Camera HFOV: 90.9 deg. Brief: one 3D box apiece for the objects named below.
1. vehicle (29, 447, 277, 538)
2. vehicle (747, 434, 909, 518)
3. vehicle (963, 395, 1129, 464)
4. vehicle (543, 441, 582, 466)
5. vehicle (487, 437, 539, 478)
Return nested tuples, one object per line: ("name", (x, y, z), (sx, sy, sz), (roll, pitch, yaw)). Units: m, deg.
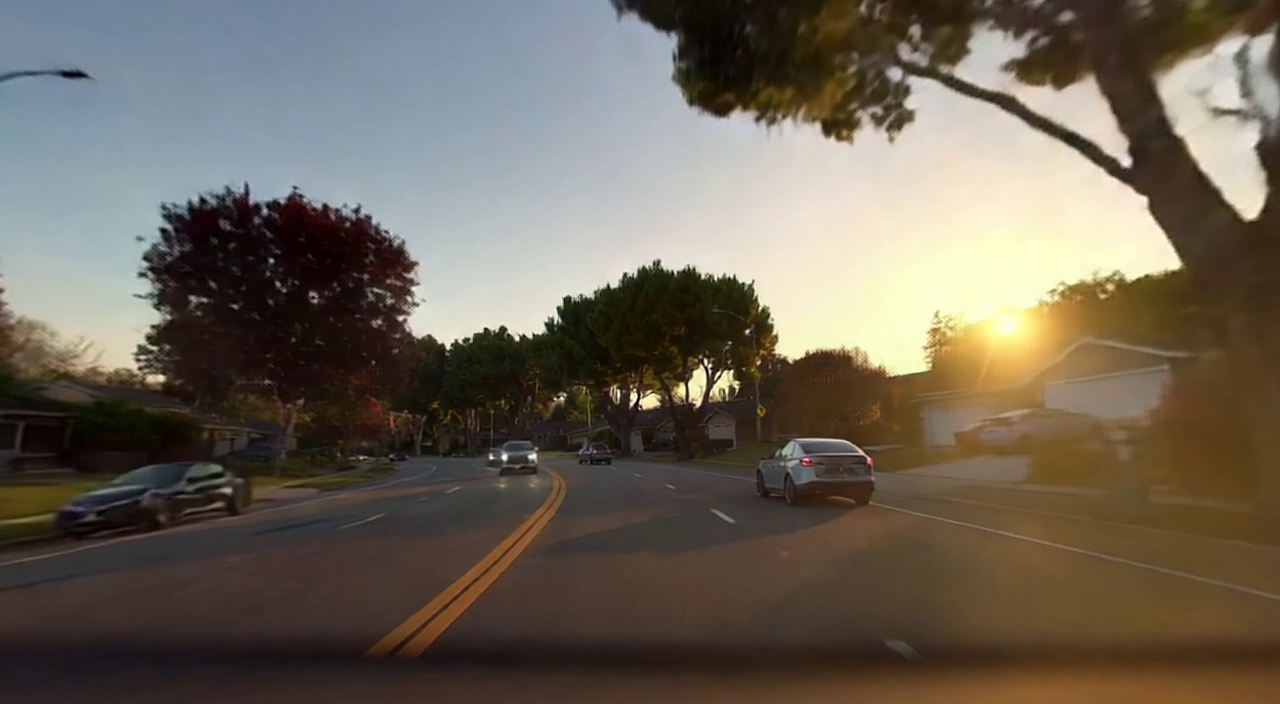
("vehicle", (-10.739, 3.062, 14.546), (2.038, 1.690, 4.825), (0, -8, -3))
("vehicle", (3.827, 2.597, 13.773), (1.934, 1.506, 4.282), (0, -8, -4))
("vehicle", (14.801, 2.834, 23.164), (4.455, 1.795, 2.331), (-7, -6, -8))
("vehicle", (-5.622, 7.275, 45.176), (2.106, 1.667, 4.367), (2, -9, -16))
("vehicle", (-6.300, 5.193, 31.468), (2.316, 1.845, 4.805), (1, -9, -10))
